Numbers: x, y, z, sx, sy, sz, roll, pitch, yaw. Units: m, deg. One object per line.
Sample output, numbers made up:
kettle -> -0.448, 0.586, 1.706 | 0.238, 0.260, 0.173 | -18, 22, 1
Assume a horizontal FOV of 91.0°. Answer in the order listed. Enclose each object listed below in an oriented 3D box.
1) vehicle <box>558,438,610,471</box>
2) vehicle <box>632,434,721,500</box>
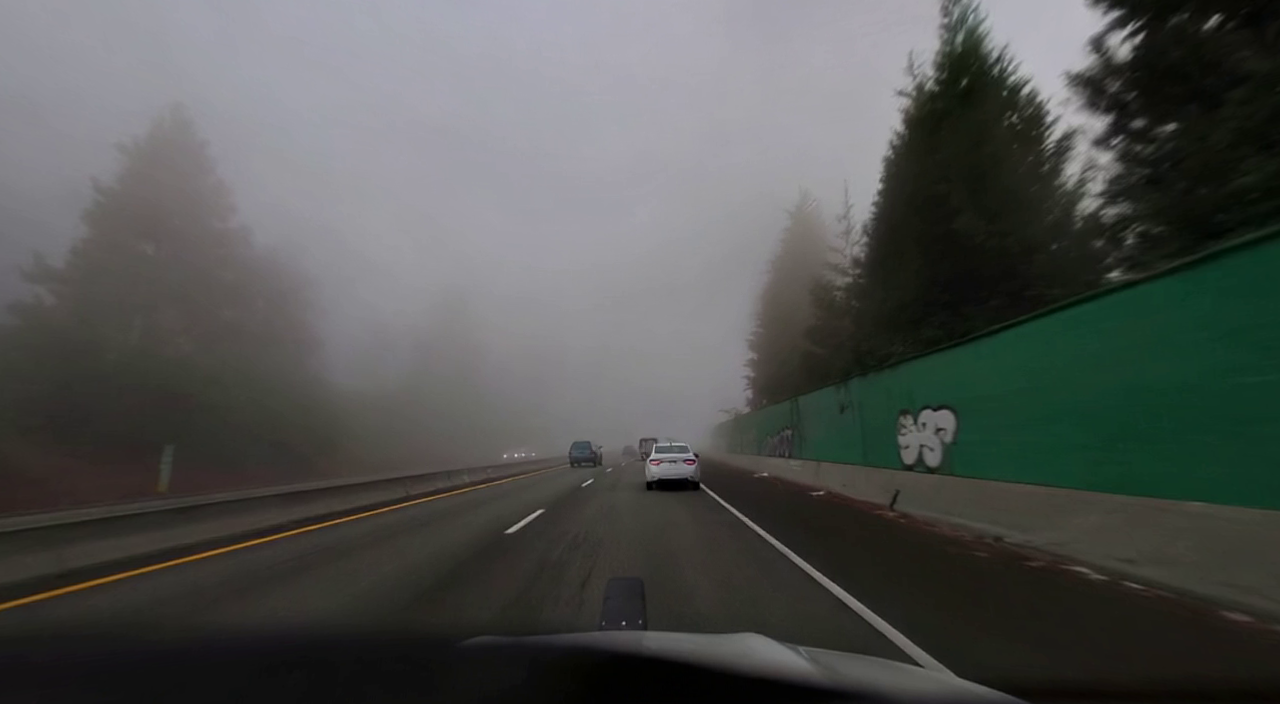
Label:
vehicle -> -2.762, 5.154, 31.892 | 2.105, 1.571, 3.727 | 0, -8, 2
vehicle -> 0.875, 2.976, 16.754 | 2.077, 1.533, 3.854 | 0, -8, 1
